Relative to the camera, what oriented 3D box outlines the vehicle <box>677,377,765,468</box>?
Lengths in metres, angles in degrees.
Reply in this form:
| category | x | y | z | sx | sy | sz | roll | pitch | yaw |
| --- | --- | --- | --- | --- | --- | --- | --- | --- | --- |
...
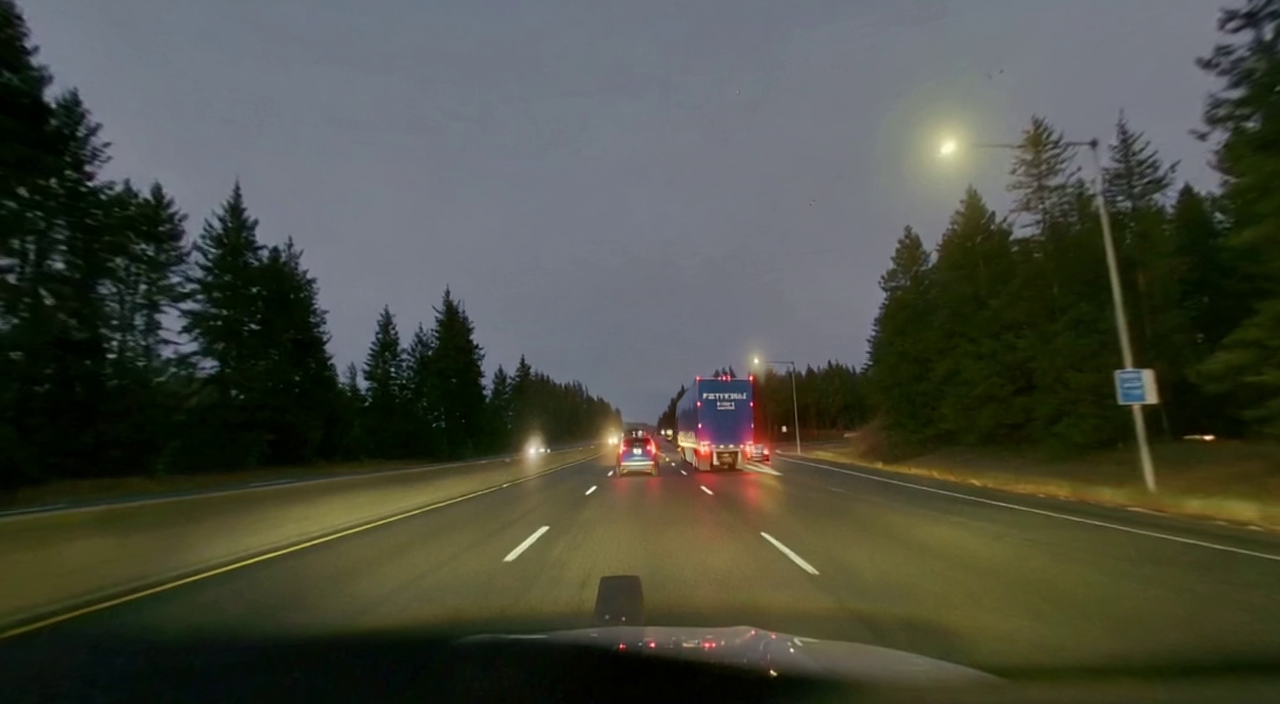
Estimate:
| category | x | y | z | sx | sy | sz | roll | pitch | yaw |
| --- | --- | --- | --- | --- | --- | --- | --- | --- | --- |
| vehicle | 4.199 | 4.442 | 37.217 | 2.899 | 4.160 | 16.621 | 0 | -8 | 0 |

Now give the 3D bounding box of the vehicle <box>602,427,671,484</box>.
| category | x | y | z | sx | sy | sz | roll | pitch | yaw |
| --- | --- | --- | --- | --- | --- | --- | --- | --- | --- |
| vehicle | -0.123 | 3.710 | 22.858 | 2.222 | 1.848 | 4.610 | 0 | -8 | 0 |

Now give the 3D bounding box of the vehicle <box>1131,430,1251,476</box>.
| category | x | y | z | sx | sy | sz | roll | pitch | yaw |
| --- | --- | --- | --- | --- | --- | --- | --- | --- | --- |
| vehicle | 42.103 | 7.812 | 48.225 | 8.206 | 3.225 | 2.732 | 4 | -12 | -18 |
